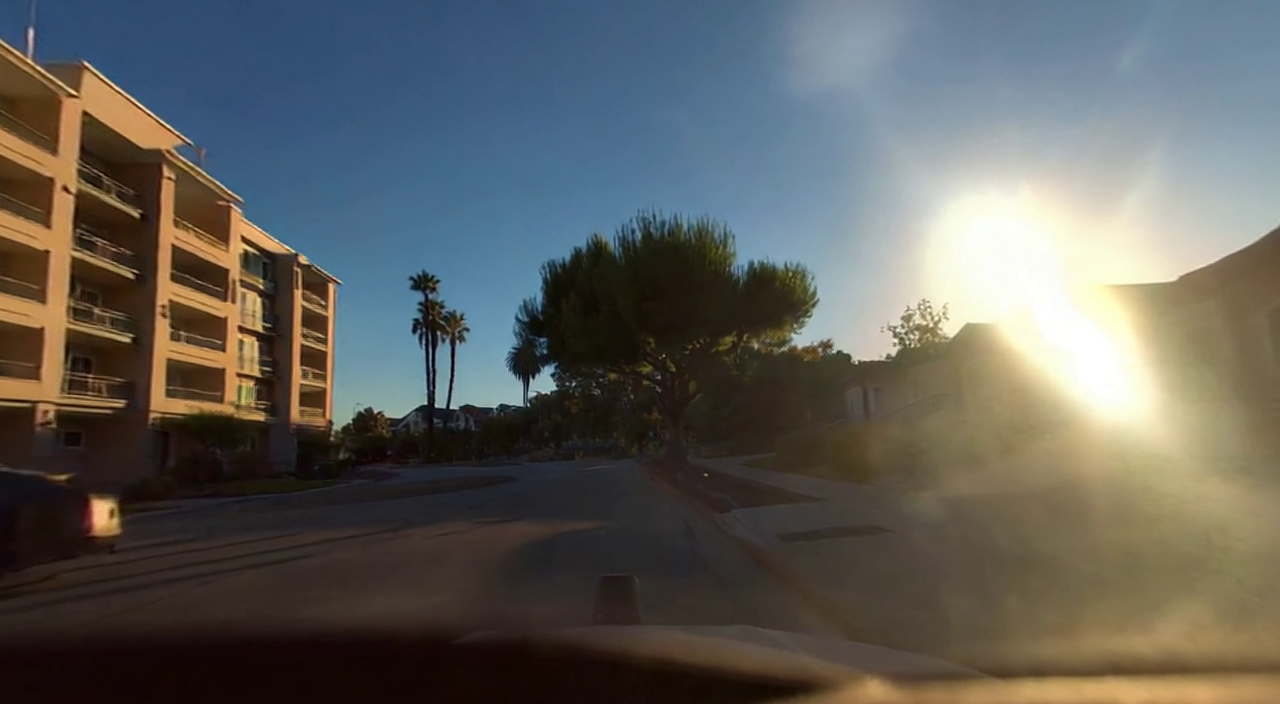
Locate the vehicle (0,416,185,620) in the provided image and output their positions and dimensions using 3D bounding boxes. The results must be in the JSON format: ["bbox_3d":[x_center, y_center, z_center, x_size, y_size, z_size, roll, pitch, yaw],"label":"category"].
[{"bbox_3d":[-7.161,1.470,5.534,4.803,1.520,1.894,-2,-7,-6],"label":"vehicle"}]
